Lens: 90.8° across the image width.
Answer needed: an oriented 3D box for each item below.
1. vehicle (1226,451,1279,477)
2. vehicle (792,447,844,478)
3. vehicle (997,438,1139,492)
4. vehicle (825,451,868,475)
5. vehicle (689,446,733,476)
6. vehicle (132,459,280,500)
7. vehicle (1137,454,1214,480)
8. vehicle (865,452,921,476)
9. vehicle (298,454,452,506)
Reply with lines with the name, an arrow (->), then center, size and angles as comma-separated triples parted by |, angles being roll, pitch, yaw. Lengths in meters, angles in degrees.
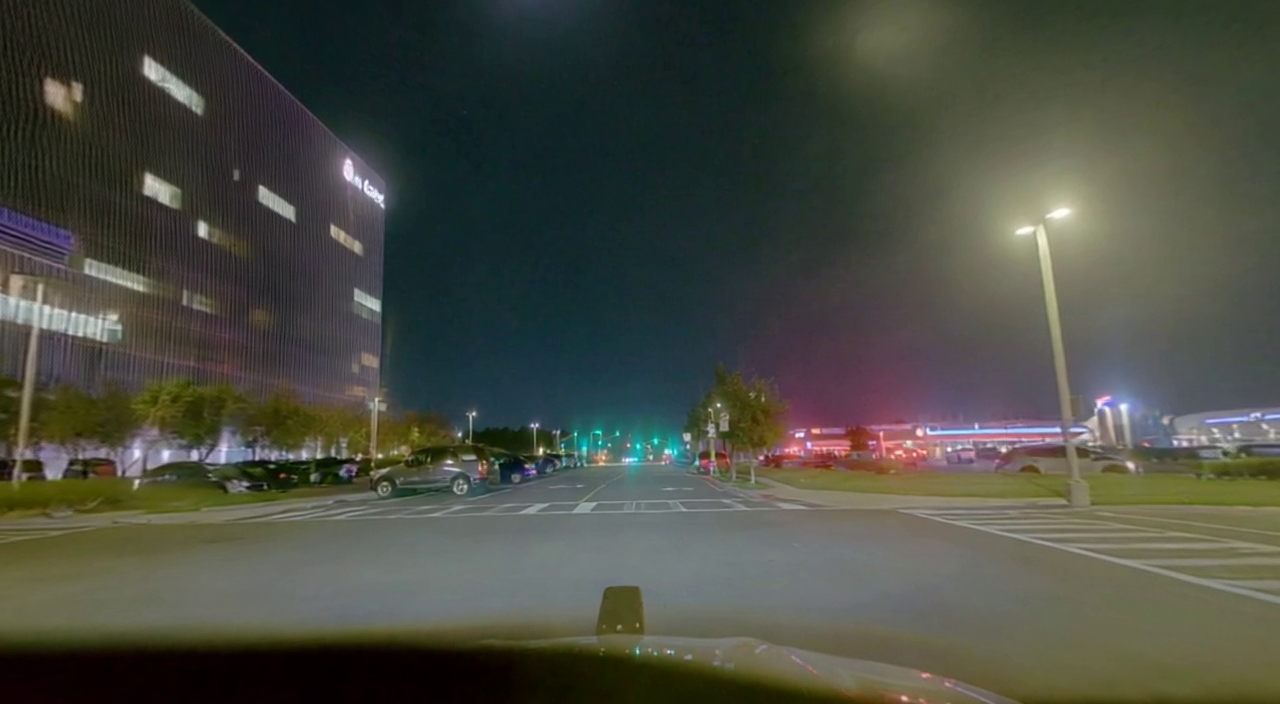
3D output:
vehicle -> 36.955, 6.489, 36.775 | 1.678, 1.423, 4.191 | -1, -9, 1
vehicle -> 10.524, 6.544, 37.659 | 1.936, 1.673, 4.305 | 0, -8, 2
vehicle -> 16.477, 4.356, 24.757 | 2.048, 1.852, 4.998 | 0, -8, 0
vehicle -> 14.184, 7.625, 43.568 | 1.935, 1.477, 3.719 | -1, -8, 4
vehicle -> 4.546, 7.051, 41.186 | 2.262, 1.794, 5.331 | 0, -8, 0
vehicle -> -16.599, 4.862, 24.293 | 4.331, 1.437, 1.876 | -1, -8, 3
vehicle -> 31.232, 6.681, 36.946 | 1.519, 1.371, 3.278 | 0, -8, -1
vehicle -> 17.093, 7.550, 42.882 | 1.971, 1.478, 4.477 | 0, -8, 1
vehicle -> -8.690, 4.142, 20.841 | 4.442, 1.504, 1.809 | 4, -10, -28
